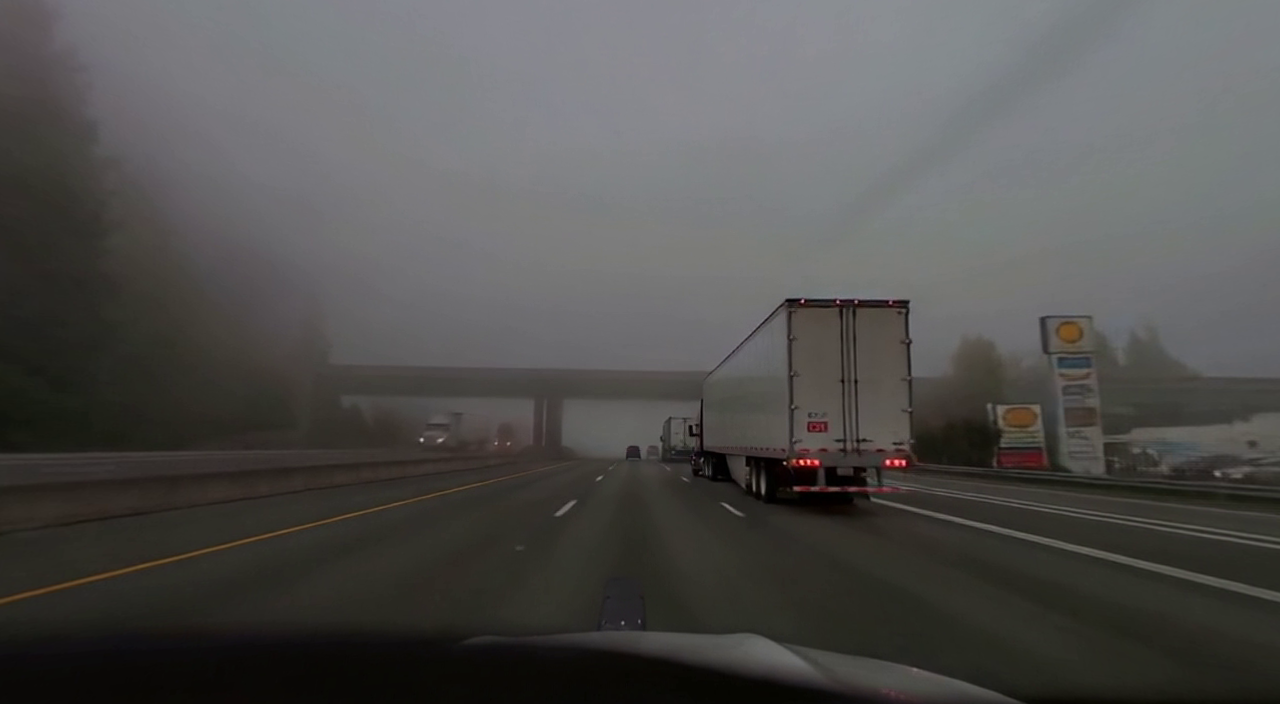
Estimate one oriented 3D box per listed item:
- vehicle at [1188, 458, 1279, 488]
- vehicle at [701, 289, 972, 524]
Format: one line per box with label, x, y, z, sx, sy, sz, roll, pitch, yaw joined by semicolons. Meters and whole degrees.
vehicle;39.276;7.934;41.570;1.939;1.708;4.755;0;-9;2
vehicle;3.957;1.938;17.677;2.922;3.987;14.038;0;-9;-1
